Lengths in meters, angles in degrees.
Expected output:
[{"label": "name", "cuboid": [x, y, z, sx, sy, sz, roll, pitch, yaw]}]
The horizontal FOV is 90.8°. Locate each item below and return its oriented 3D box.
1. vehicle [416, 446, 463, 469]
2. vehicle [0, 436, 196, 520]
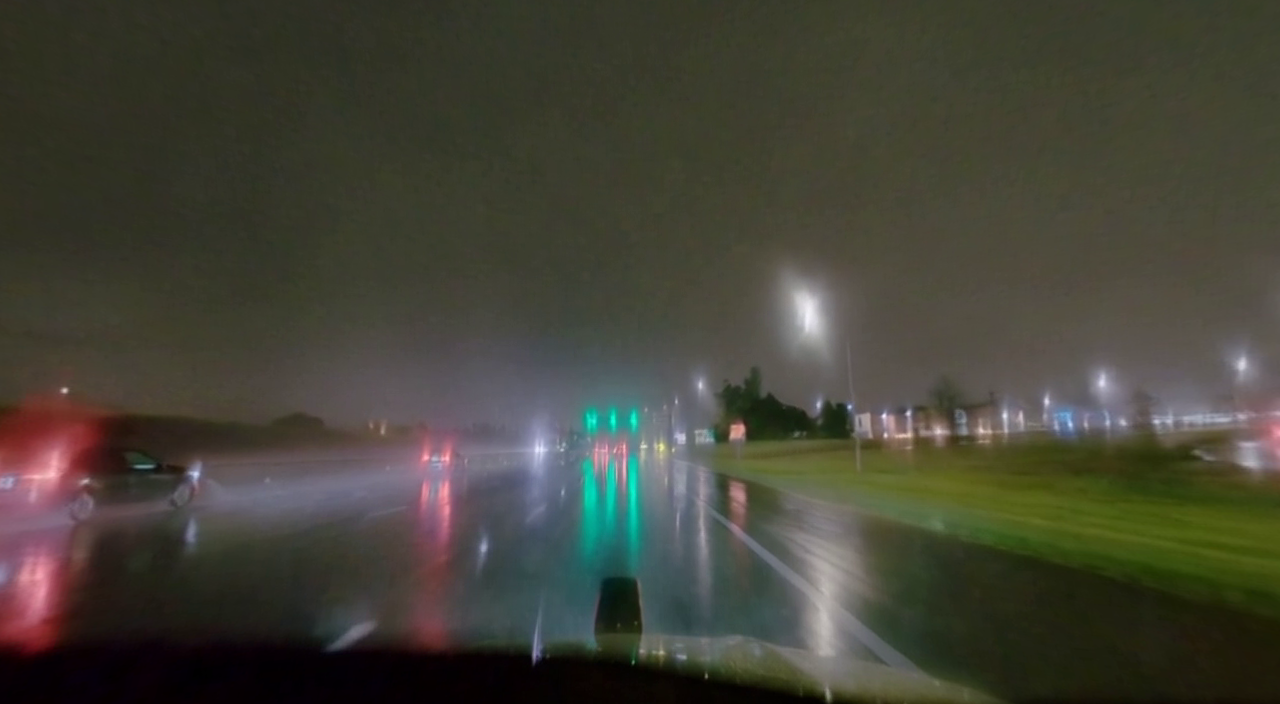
[{"label": "vehicle", "cuboid": [-14.828, 7.818, 47.015, 2.057, 1.619, 4.443, 0, -9, 0]}, {"label": "vehicle", "cuboid": [-14.257, 3.085, 16.145, 2.049, 1.792, 5.177, 0, -9, -1]}]
